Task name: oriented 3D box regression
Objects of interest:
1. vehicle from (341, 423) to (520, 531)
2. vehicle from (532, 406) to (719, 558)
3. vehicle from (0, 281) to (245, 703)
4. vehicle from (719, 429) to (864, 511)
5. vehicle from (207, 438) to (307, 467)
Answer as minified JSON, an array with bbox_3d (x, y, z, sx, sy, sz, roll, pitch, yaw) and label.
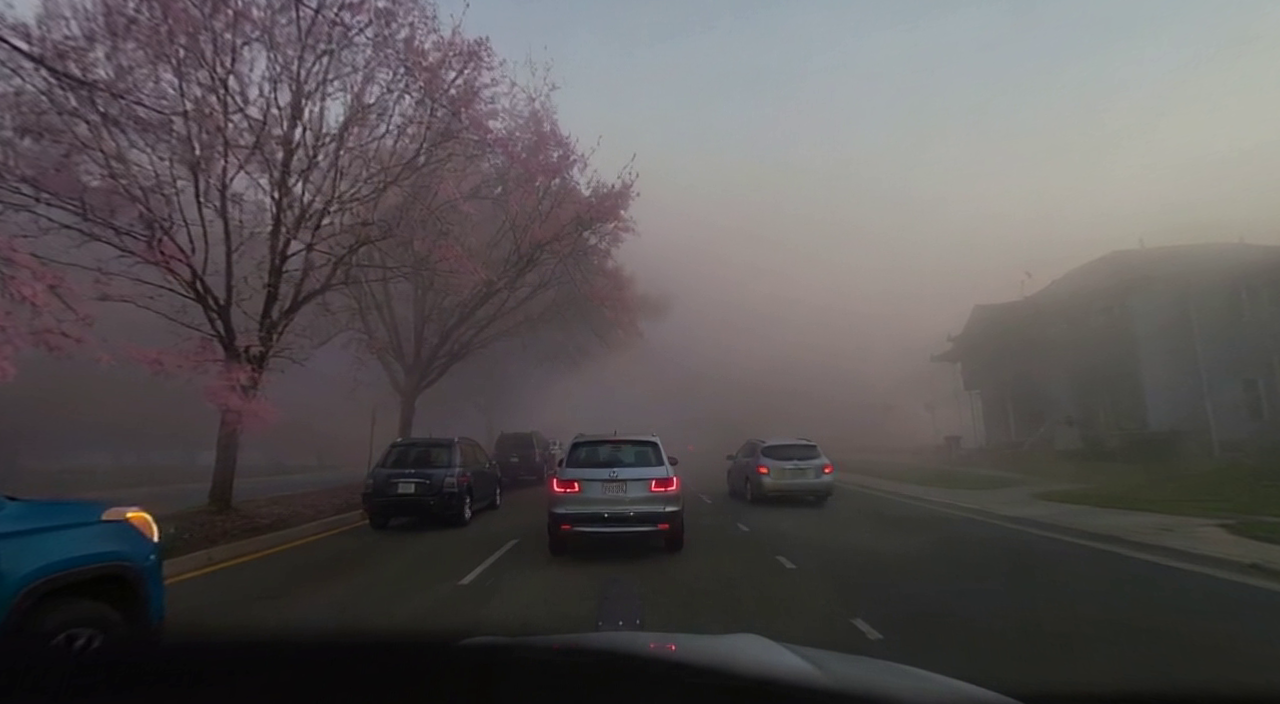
[{"bbox_3d":[-3.665,2.263,12.025,1.948,1.668,4.279,0,-8,0],"label":"vehicle"},{"bbox_3d":[-0.186,1.768,9.234,2.112,1.693,4.058,0,-8,-1],"label":"vehicle"},{"bbox_3d":[-3.529,0.558,1.300,2.304,1.928,4.833,0,-8,0],"label":"vehicle"},{"bbox_3d":[3.203,2.611,14.495,2.056,1.536,4.678,0,-8,-1],"label":"vehicle"},{"bbox_3d":[-28.483,7.475,47.260,5.856,2.096,2.481,3,-9,-18],"label":"vehicle"}]
